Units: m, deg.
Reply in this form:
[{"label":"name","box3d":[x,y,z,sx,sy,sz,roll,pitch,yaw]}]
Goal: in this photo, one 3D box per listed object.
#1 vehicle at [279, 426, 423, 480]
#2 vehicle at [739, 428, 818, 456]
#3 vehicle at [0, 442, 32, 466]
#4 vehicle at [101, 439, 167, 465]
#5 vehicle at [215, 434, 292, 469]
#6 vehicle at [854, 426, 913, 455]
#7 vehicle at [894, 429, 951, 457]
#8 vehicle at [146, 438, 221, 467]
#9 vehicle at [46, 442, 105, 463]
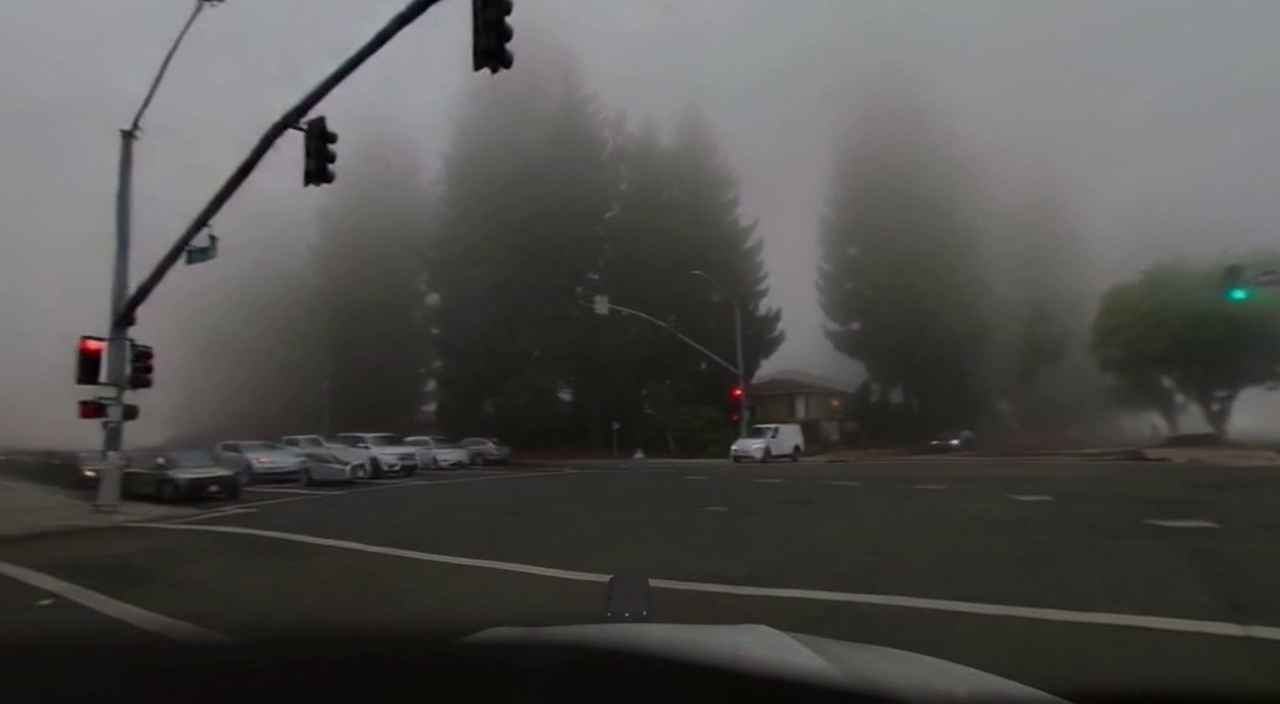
[{"label":"vehicle","box3d":[-11.455,3.941,24.828,5.874,1.897,2.226,-6,-10,33]},{"label":"vehicle","box3d":[10.965,7.083,49.648,5.840,2.087,2.737,6,-10,-34]},{"label":"vehicle","box3d":[-47.029,7.474,46.383,4.406,1.702,1.943,-5,-10,30]},{"label":"vehicle","box3d":[-35.482,7.003,44.147,4.465,1.750,2.176,-6,-10,33]},{"label":"vehicle","box3d":[-22.439,5.754,36.545,4.651,1.850,1.963,-6,-10,34]},{"label":"vehicle","box3d":[16.556,6.016,42.678,2.248,1.838,4.804,-7,-11,38]},{"label":"vehicle","box3d":[16.592,5.323,36.908,2.039,1.519,4.356,-7,-10,37]},{"label":"vehicle","box3d":[-29.167,6.418,40.253,4.462,1.734,2.159,-5,-10,31]},{"label":"vehicle","box3d":[-43.588,7.739,48.644,4.489,1.595,1.890,-5,-10,29]}]
